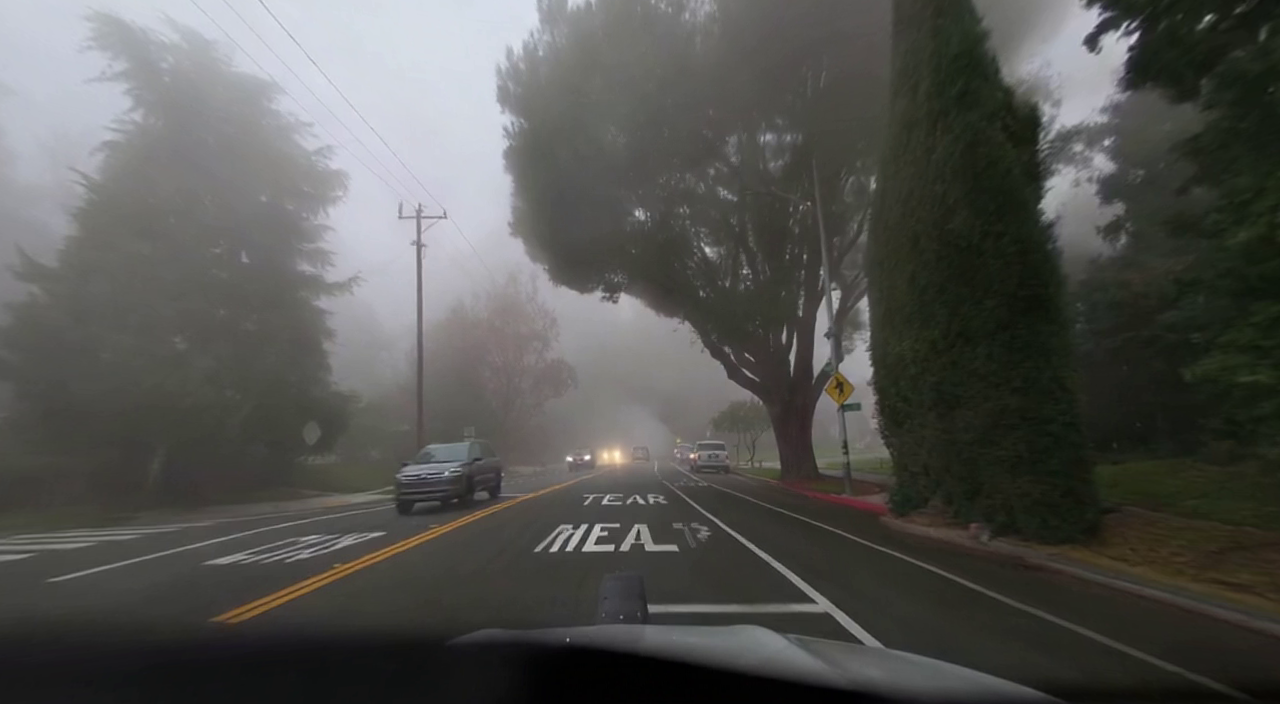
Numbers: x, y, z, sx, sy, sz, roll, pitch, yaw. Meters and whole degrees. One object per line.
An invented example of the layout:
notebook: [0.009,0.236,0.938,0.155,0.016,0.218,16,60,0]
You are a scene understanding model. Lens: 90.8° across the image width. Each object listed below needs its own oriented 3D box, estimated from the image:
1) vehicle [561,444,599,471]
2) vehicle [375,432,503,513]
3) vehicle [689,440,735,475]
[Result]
vehicle: [-4.312,7.678,46.262,2.091,1.793,5.296,0,-9,2]
vehicle: [-5.615,3.406,18.372,2.037,1.948,4.621,-4,-9,3]
vehicle: [3.843,5.739,34.630,2.087,1.725,4.986,0,-9,2]
